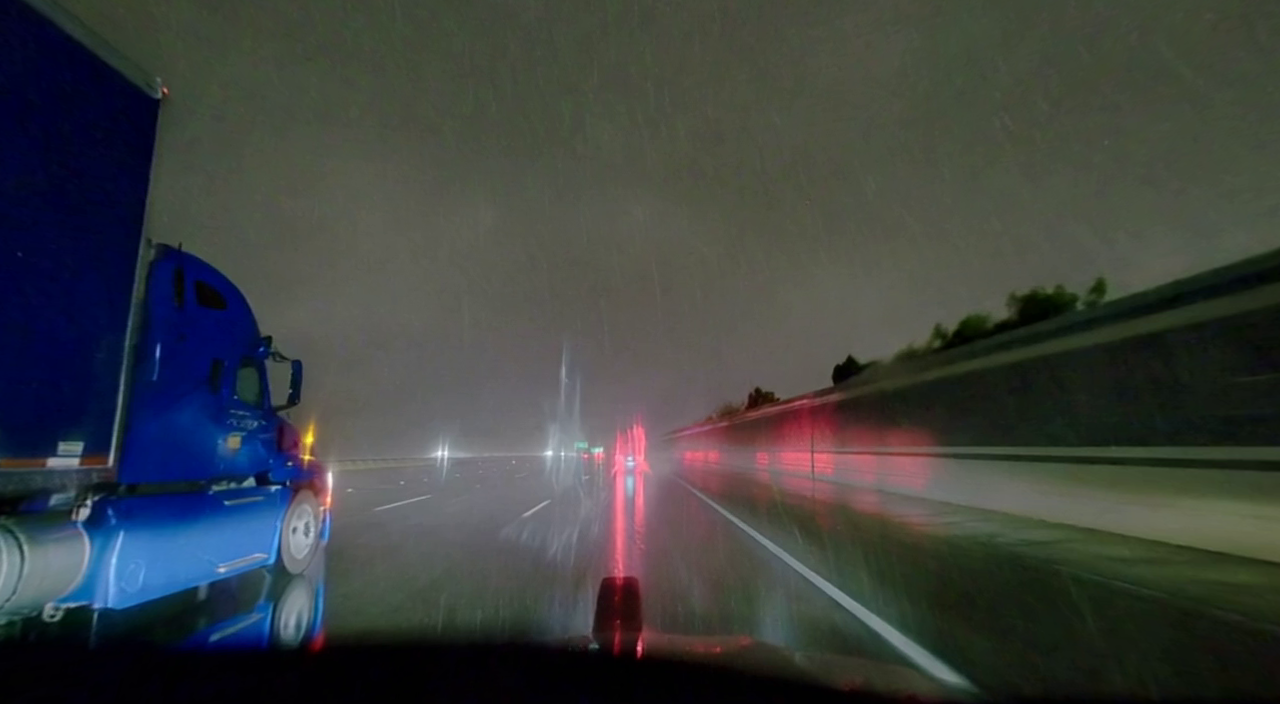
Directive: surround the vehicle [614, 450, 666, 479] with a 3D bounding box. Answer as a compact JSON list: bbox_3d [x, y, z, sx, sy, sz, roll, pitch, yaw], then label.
[{"bbox_3d":[-0.105,5.618,31.712,2.398,1.336,5.698,0,-9,-2],"label":"vehicle"}]
